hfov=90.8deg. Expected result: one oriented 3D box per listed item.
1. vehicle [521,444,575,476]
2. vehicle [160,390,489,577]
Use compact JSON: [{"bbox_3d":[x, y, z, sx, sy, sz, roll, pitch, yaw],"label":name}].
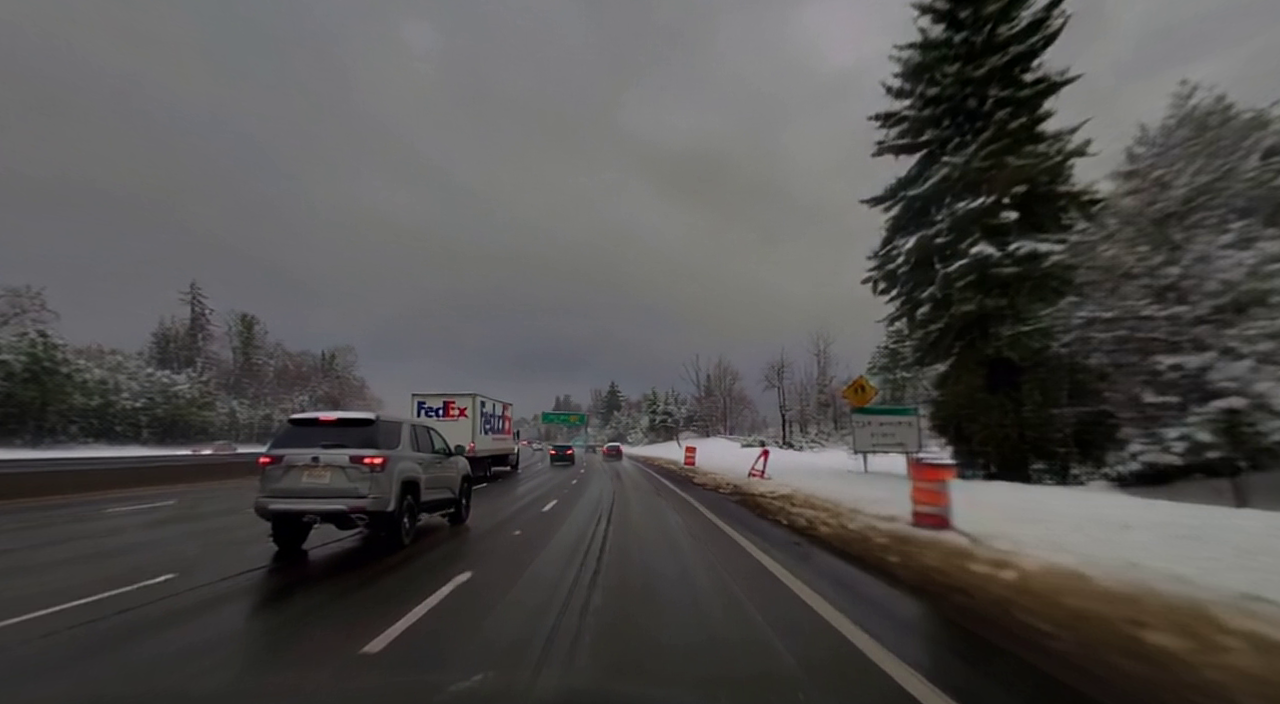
[{"bbox_3d":[-4.412,5.278,31.136,2.192,1.478,4.591,0,-9,-3],"label":"vehicle"},{"bbox_3d":[-3.759,1.678,8.783,2.170,1.886,4.628,0,-9,0],"label":"vehicle"}]
